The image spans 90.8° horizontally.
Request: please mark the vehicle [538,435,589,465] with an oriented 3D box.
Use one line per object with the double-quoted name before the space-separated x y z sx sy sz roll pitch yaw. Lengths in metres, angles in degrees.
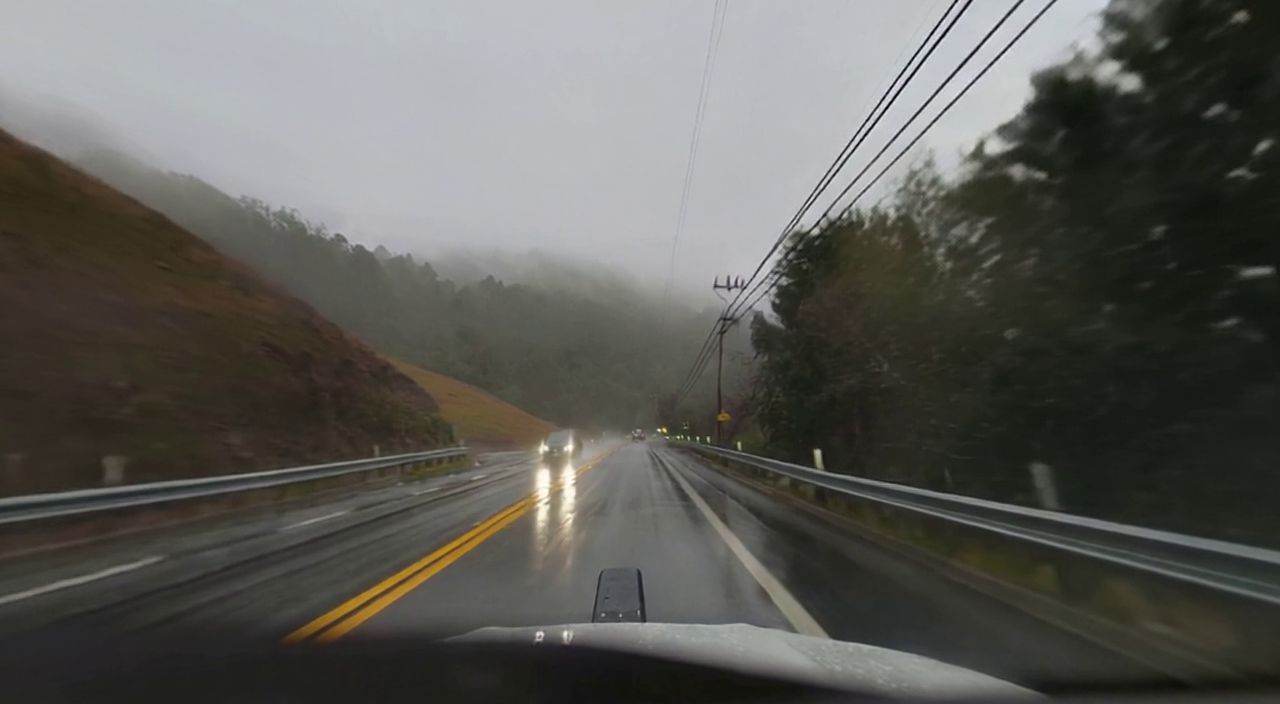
"vehicle" -4.025 5.237 33.813 2.074 1.472 4.658 0 -8 1
